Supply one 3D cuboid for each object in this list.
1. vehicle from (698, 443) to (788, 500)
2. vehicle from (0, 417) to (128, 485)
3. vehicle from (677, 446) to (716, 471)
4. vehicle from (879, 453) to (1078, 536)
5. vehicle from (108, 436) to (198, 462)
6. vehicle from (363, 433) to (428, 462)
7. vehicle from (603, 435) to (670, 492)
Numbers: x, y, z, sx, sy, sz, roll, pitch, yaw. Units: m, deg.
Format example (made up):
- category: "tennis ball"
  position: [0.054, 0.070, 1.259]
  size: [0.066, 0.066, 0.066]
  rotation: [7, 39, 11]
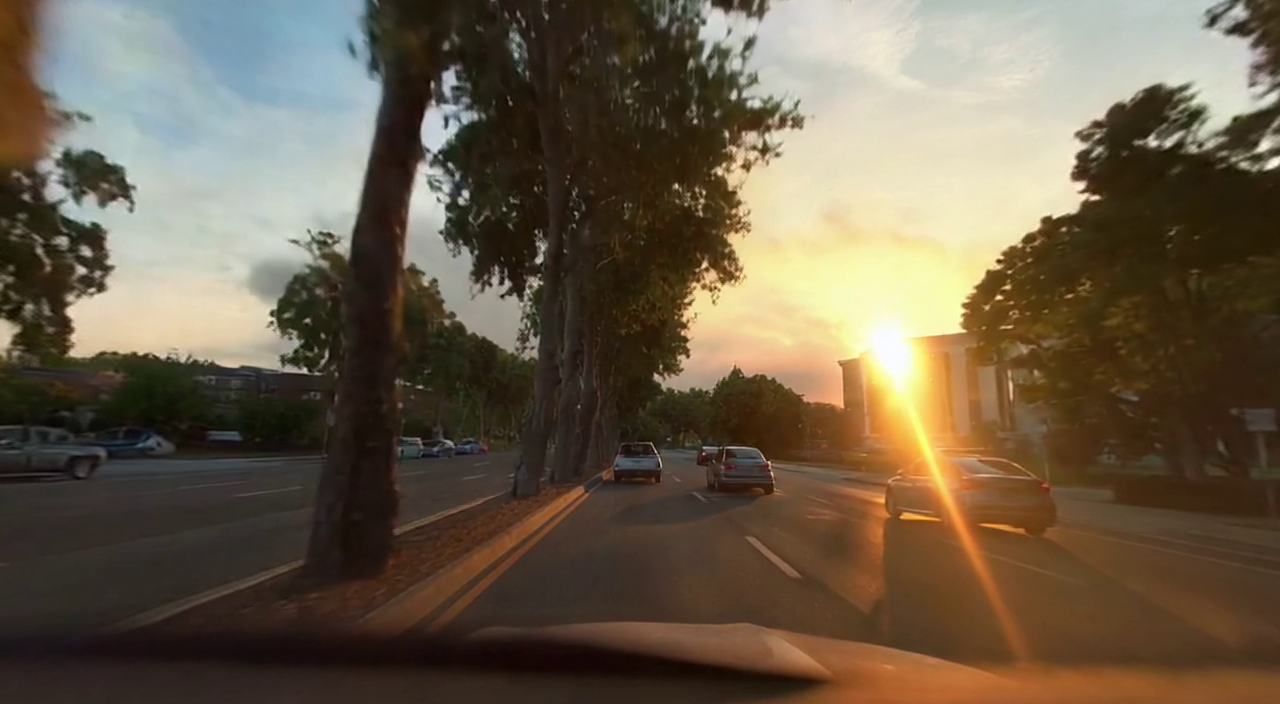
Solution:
- category: "vehicle"
  position: [2.985, 3.541, 19.123]
  size: [1.932, 1.510, 4.168]
  rotation: [0, -8, -1]
- category: "vehicle"
  position: [-18.676, 2.932, 18.635]
  size: [2.094, 1.863, 5.694]
  rotation: [0, -8, 0]
- category: "vehicle"
  position: [3.561, 6.778, 40.177]
  size: [2.012, 1.462, 4.163]
  rotation: [0, -8, -1]
- category: "vehicle"
  position: [7.098, 2.984, 13.816]
  size: [1.944, 1.458, 4.268]
  rotation: [0, -8, -1]
- category: "vehicle"
  position: [-28.678, 5.721, 37.153]
  size: [1.867, 1.420, 4.409]
  rotation: [0, -8, -1]
- category: "vehicle"
  position: [-18.672, 7.341, 48.359]
  size: [2.226, 2.019, 6.809]
  rotation: [0, -8, 1]
- category: "vehicle"
  position: [-0.097, 3.651, 20.905]
  size: [2.008, 1.674, 4.239]
  rotation: [0, -8, 0]
